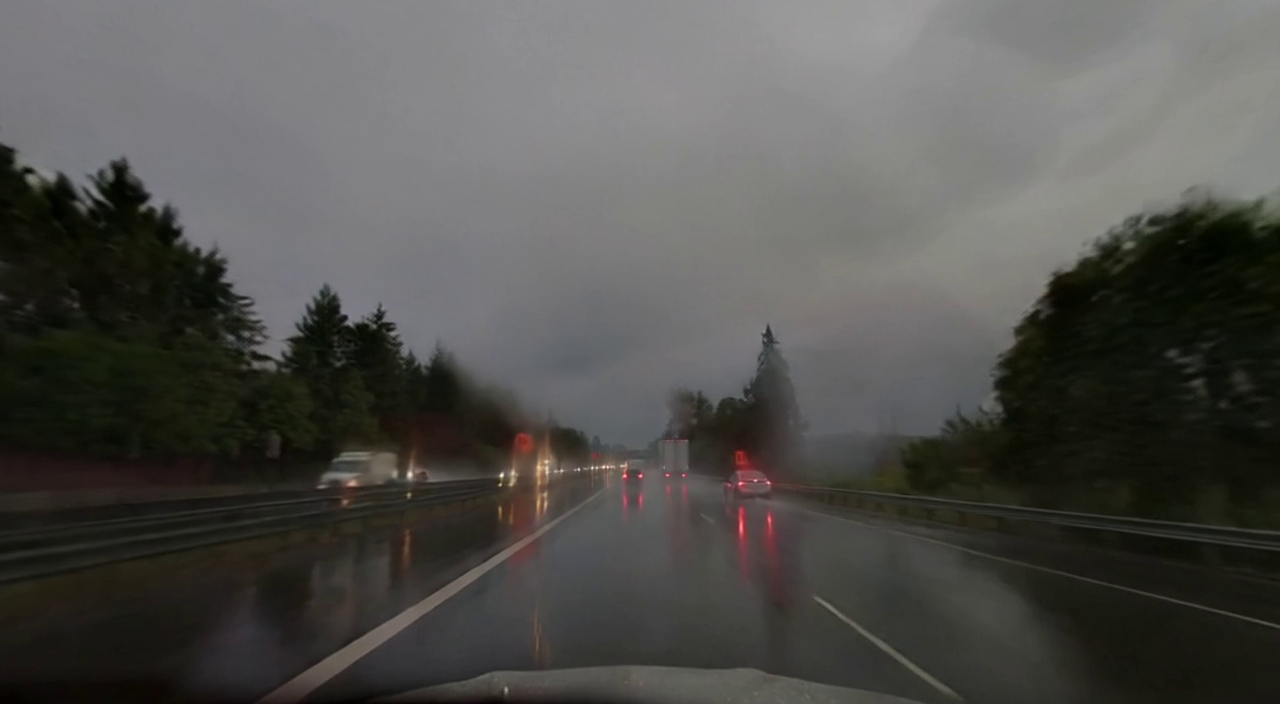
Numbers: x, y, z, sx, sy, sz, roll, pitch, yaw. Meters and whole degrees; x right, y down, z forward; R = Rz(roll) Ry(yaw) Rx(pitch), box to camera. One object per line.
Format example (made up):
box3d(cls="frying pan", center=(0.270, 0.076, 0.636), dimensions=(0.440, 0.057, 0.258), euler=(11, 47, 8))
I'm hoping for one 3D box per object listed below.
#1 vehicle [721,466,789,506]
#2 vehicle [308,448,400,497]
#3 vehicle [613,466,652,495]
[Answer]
box3d(cls="vehicle", center=(4.665, 5.494, 26.164), dimensions=(1.897, 1.476, 4.334), euler=(1, -10, -2))
box3d(cls="vehicle", center=(-15.747, 6.680, 35.114), dimensions=(2.326, 2.432, 5.777), euler=(1, -10, 0))
box3d(cls="vehicle", center=(-0.411, 6.927, 34.150), dimensions=(2.010, 1.436, 3.973), euler=(1, -10, -1))
